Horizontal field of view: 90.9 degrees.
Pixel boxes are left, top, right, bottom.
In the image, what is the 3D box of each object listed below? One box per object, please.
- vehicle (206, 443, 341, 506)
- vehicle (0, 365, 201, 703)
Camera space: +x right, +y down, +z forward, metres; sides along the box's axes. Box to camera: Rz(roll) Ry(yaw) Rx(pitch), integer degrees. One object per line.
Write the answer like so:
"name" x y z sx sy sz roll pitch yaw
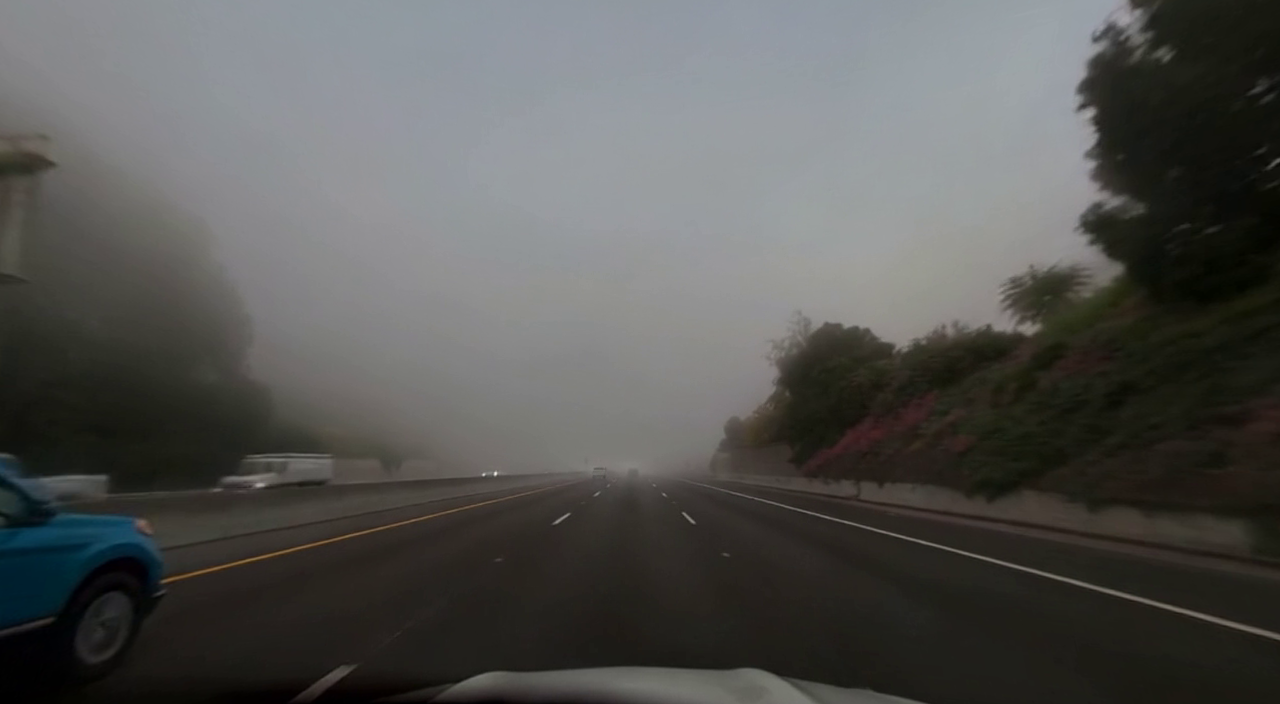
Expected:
"vehicle" -16.228 5.517 28.510 2.322 2.465 6.289 1 -10 -1
"vehicle" -4.283 0.732 2.039 2.178 1.736 4.847 1 -10 0
